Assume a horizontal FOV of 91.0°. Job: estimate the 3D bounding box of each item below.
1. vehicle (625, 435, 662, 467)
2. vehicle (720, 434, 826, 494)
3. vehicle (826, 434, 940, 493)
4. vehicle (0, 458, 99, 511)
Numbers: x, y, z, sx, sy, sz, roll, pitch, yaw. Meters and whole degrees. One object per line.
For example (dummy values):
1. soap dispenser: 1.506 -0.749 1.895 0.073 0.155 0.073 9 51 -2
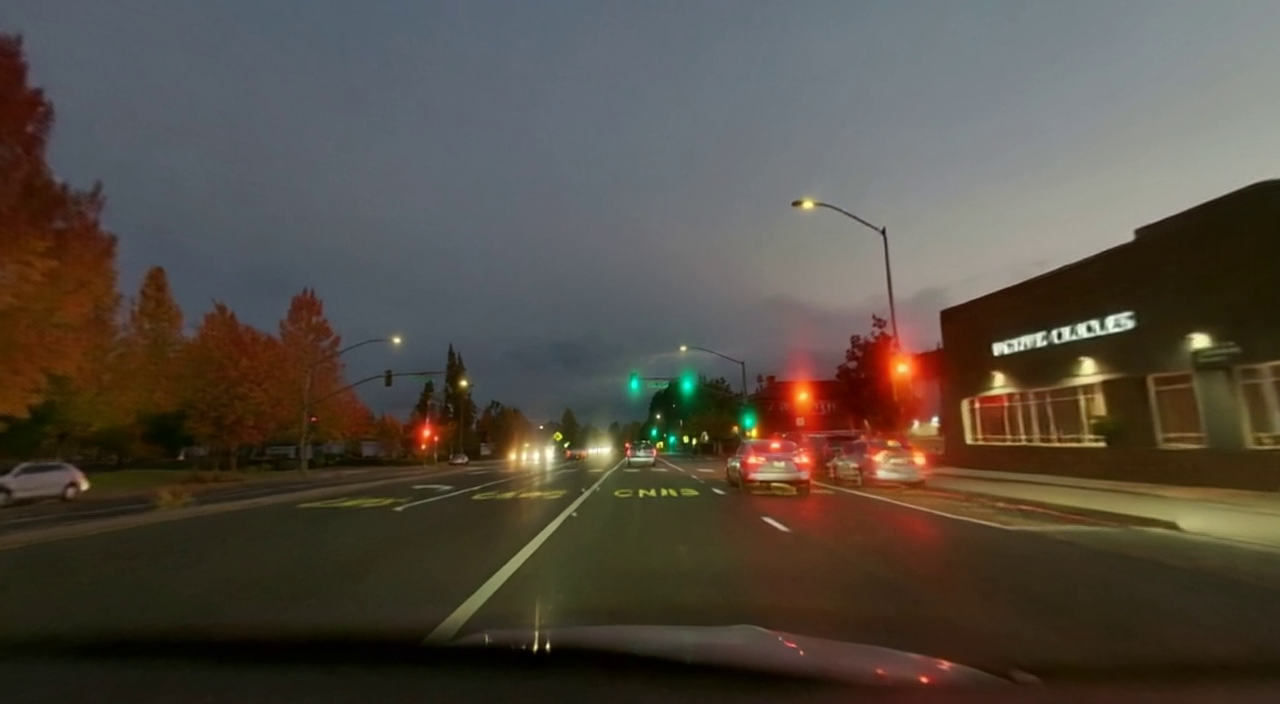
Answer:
1. vehicle: 0.197 6.267 39.961 2.239 1.856 4.815 0 -9 0
2. vehicle: 3.759 3.278 18.720 2.178 1.546 4.311 0 -9 0
3. vehicle: 7.261 3.361 19.304 1.876 1.598 4.171 0 -9 1
4. vehicle: -22.406 4.701 22.617 1.915 1.686 4.422 0 -9 2
